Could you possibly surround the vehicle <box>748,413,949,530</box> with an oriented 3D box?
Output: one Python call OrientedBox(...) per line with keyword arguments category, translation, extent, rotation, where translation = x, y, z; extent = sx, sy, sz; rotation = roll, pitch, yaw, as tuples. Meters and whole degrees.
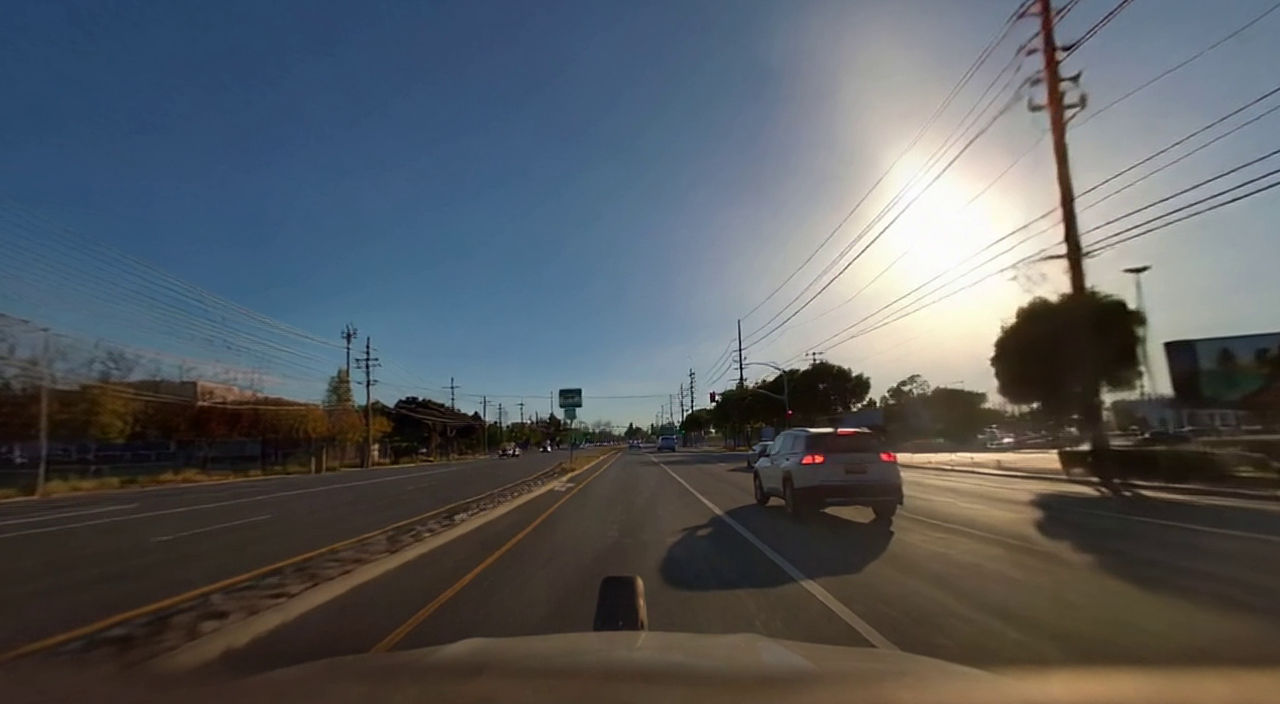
OrientedBox(category="vehicle", translation=(3.377, 2.034, 11.222), extent=(2.078, 1.668, 4.078), rotation=(0, -8, -1))
